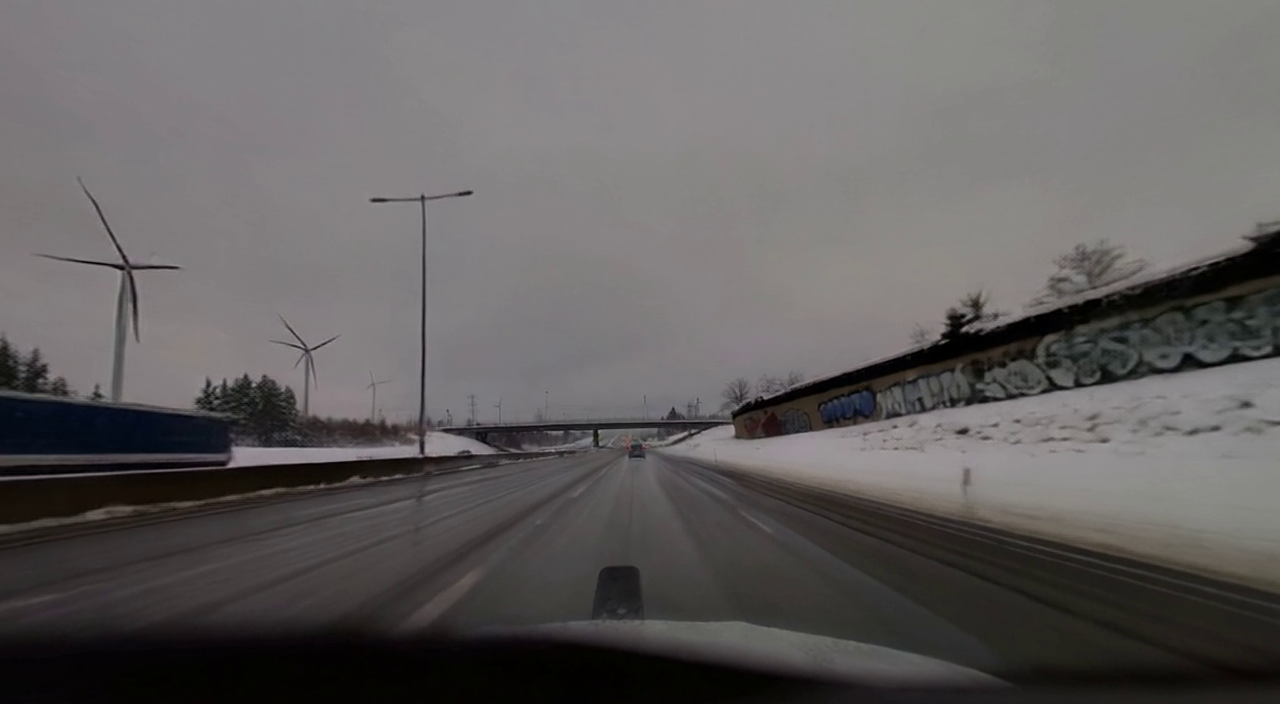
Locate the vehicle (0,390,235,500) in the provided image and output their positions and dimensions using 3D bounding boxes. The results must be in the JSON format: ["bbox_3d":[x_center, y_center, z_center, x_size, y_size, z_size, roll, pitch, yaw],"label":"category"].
[{"bbox_3d":[-23.074,3.867,25.910,2.996,3.684,15.096,0,-9,0],"label":"vehicle"}]
